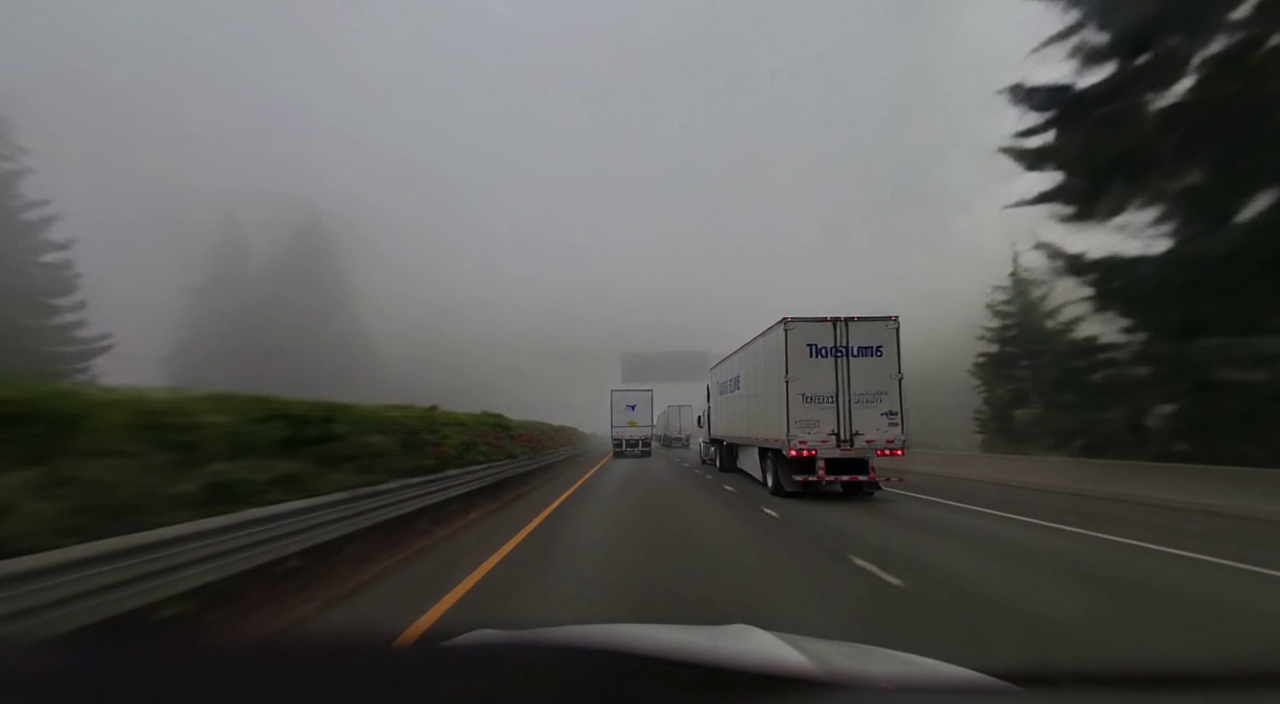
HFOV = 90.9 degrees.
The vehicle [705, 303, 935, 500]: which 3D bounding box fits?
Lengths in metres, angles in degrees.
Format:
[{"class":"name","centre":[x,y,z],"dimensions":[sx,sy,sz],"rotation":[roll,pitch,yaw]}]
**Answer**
[{"class":"vehicle","centre":[4.519,1.984,20.538],"dimensions":[2.856,4.145,14.500],"rotation":[0,-8,-1]}]

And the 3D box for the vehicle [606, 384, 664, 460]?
[{"class":"vehicle","centre":[-0.368,4.326,37.745],"dimensions":[2.958,3.917,10.196],"rotation":[0,-8,-1]}]
